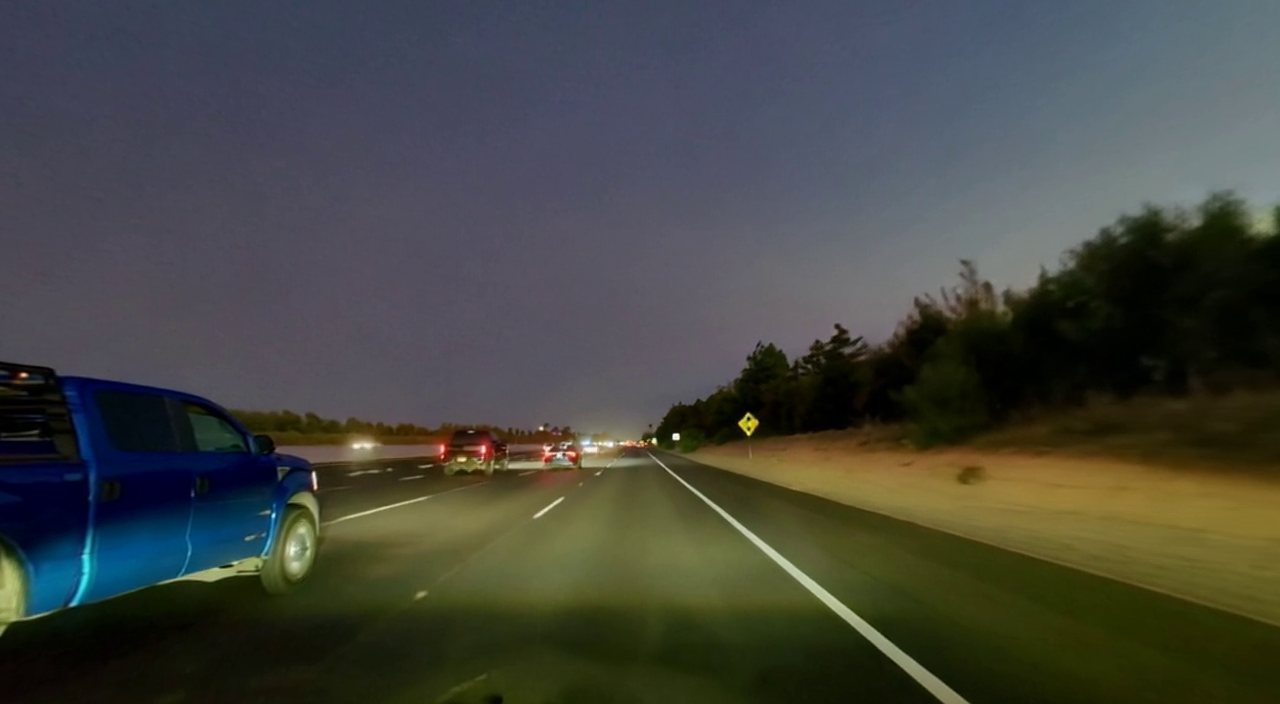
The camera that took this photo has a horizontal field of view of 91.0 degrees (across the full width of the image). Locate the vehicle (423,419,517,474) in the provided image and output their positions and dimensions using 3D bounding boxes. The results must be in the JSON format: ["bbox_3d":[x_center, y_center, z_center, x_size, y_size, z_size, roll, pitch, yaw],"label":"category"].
[{"bbox_3d":[-7.612,4.369,29.056,2.594,2.254,6.028,0,-9,0],"label":"vehicle"}]

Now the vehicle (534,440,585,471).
[{"bbox_3d":[-4.147,5.418,33.142,2.012,1.509,4.359,0,-9,1],"label":"vehicle"}]

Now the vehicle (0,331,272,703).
[{"bbox_3d":[-4.052,0.740,2.375,2.200,1.807,5.041,0,-9,1],"label":"vehicle"}]
